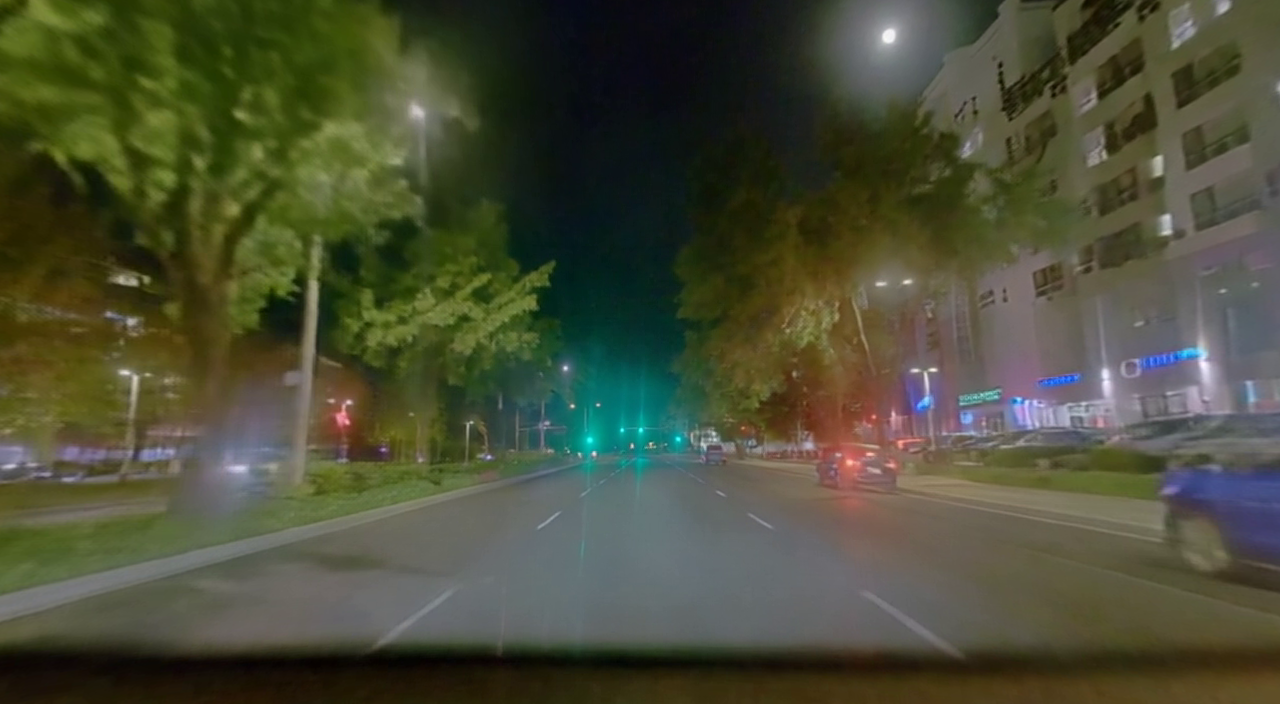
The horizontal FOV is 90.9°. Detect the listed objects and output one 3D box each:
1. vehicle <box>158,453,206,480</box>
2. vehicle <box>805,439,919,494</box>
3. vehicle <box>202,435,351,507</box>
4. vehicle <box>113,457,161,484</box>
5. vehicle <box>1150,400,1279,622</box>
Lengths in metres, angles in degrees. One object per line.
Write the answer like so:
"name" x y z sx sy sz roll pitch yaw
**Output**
"vehicle" -34.012 8.496 46.776 2.077 1.851 4.582 7 -13 -44
"vehicle" 7.235 3.777 21.184 2.122 1.602 4.928 0 -8 1
"vehicle" -12.185 3.980 21.633 2.157 2.139 4.800 0 -8 0
"vehicle" -35.662 8.332 44.627 4.285 1.747 2.044 -8 -12 44
"vehicle" 7.068 1.317 4.774 2.157 2.057 4.994 0 -8 0
